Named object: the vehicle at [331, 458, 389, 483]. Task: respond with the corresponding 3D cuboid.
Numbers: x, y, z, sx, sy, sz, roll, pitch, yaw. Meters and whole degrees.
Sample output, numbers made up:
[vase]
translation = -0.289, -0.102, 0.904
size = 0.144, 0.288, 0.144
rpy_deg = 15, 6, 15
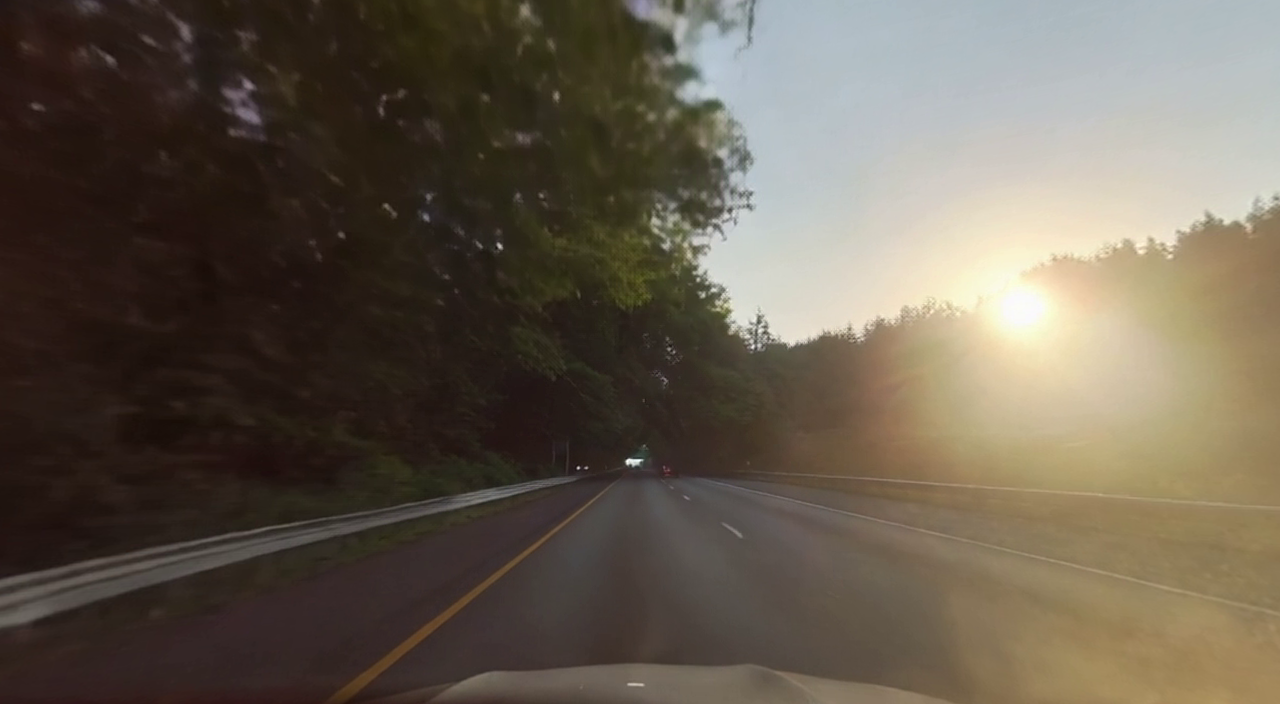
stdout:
[vehicle]
translation = -19.130, 8.124, 43.220
size = 1.905, 1.608, 4.405
rpy_deg = 1, -11, 0
